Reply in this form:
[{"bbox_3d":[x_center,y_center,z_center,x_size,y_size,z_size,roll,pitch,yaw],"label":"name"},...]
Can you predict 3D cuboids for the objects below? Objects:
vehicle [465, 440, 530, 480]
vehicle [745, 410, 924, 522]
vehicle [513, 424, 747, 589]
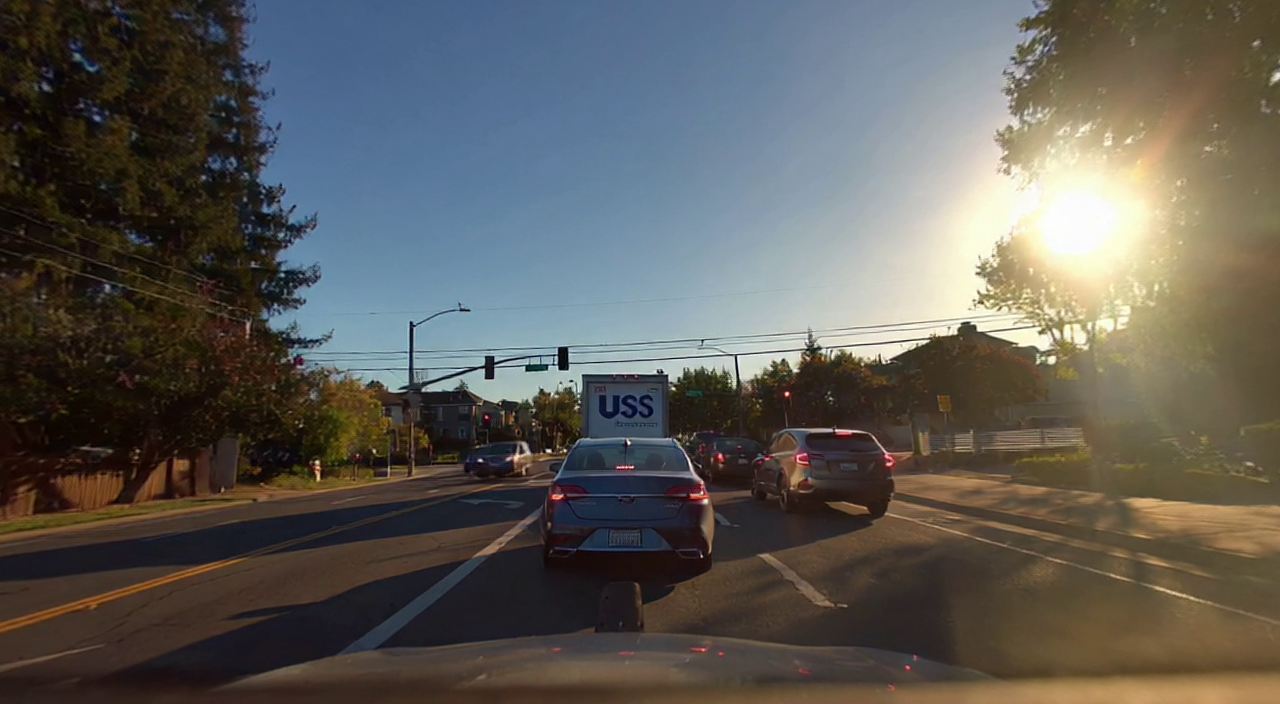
[{"bbox_3d":[-6.355,4.865,28.680,1.962,1.640,4.161,0,-8,0],"label":"vehicle"},{"bbox_3d":[3.605,2.229,12.807,2.145,1.847,4.524,0,-8,-1],"label":"vehicle"},{"bbox_3d":[-0.147,1.721,7.934,2.135,1.483,4.207,0,-8,-2],"label":"vehicle"}]
